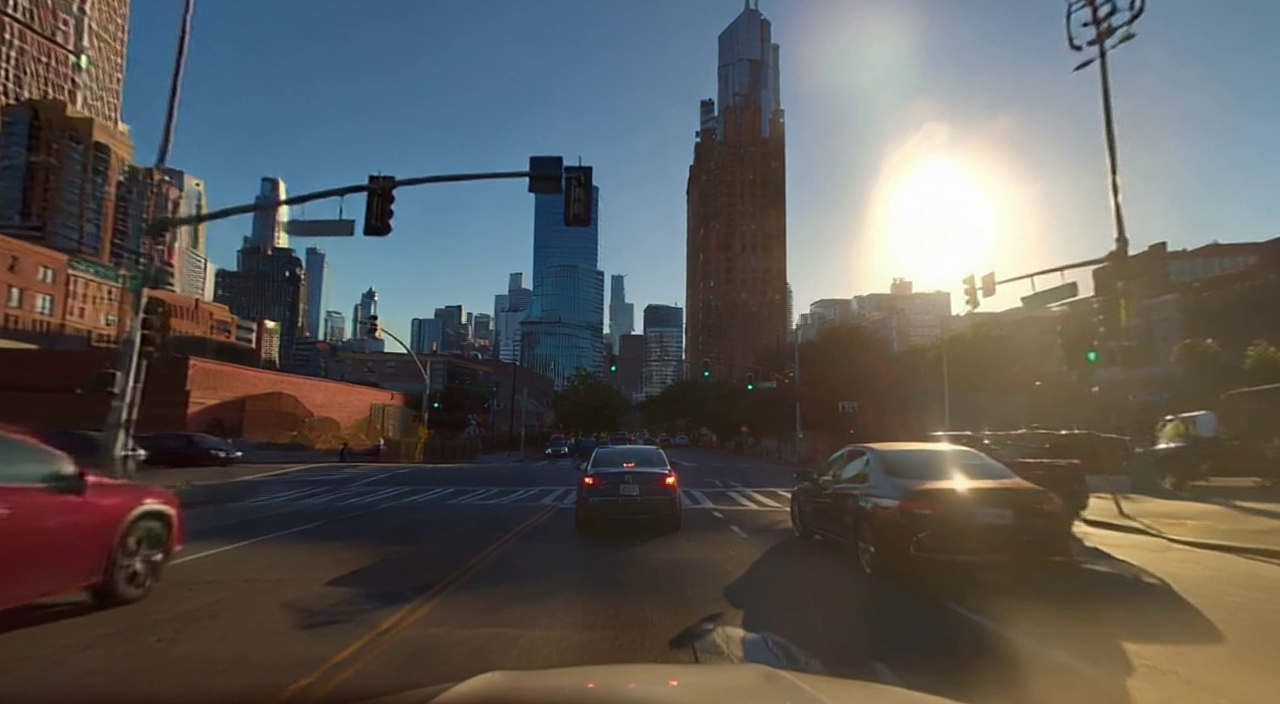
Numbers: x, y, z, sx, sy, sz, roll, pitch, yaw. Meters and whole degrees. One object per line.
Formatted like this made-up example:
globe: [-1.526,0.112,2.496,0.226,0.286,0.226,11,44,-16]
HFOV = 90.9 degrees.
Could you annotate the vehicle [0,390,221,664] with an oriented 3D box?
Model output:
vehicle: [-4.970,1.061,3.755,2.111,1.661,4.537,1,-8,-5]

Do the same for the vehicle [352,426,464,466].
vehicle: [-10.496,4.246,28.566,4.556,1.689,1.982,-3,-9,22]

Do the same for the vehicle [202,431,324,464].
vehicle: [-17.639,4.483,29.651,4.511,1.483,1.877,0,-8,0]

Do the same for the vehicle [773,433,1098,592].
vehicle: [3.204,1.804,8.089,1.942,1.443,4.468,0,-8,-1]

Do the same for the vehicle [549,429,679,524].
vehicle: [-0.477,2.231,11.818,2.031,1.461,3.763,0,-8,-2]
